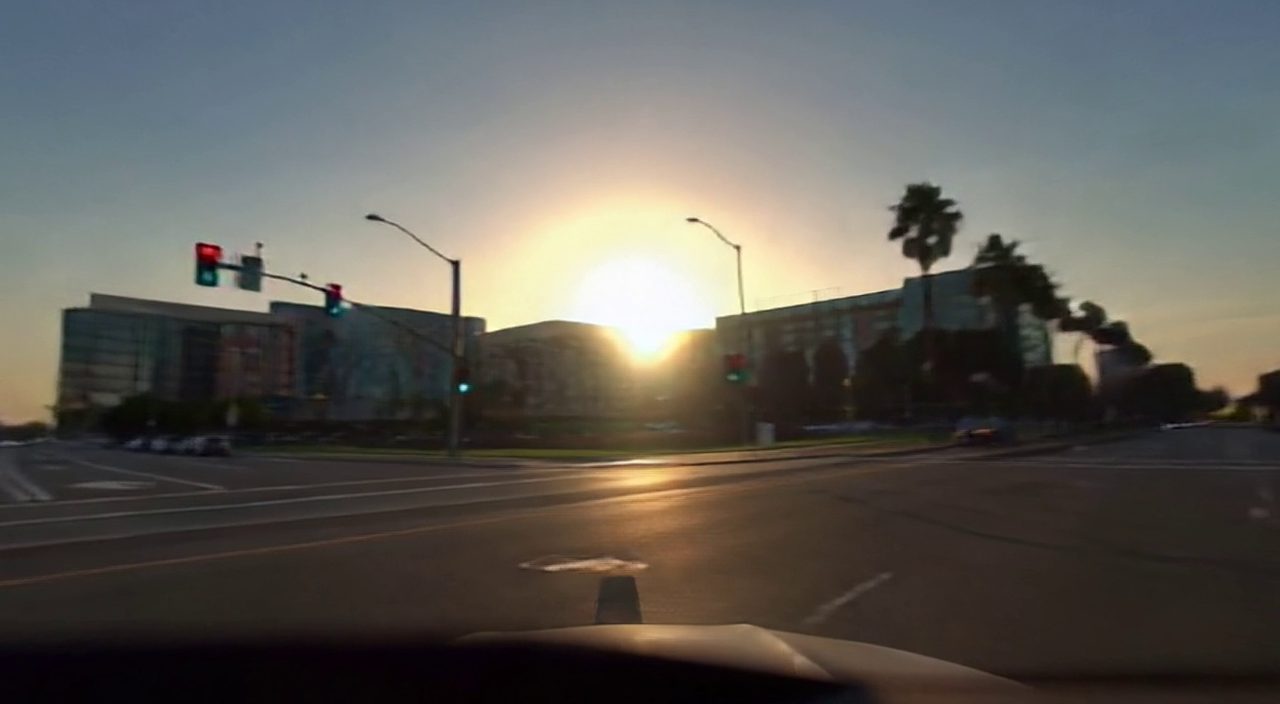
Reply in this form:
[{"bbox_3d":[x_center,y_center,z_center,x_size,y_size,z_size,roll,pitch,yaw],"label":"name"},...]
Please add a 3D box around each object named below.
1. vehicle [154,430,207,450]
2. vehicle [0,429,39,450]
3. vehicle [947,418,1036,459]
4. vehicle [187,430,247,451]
[{"bbox_3d":[-35.937,6.918,49.329,4.549,1.452,1.846,-6,-11,35],"label":"vehicle"},{"bbox_3d":[-47.067,6.546,47.076,4.386,1.481,2.037,-6,-10,31],"label":"vehicle"},{"bbox_3d":[14.005,3.463,25.046,2.149,1.477,4.186,-8,-11,40],"label":"vehicle"},{"bbox_3d":[-30.103,6.325,44.898,4.605,1.456,1.870,-6,-11,34],"label":"vehicle"}]
